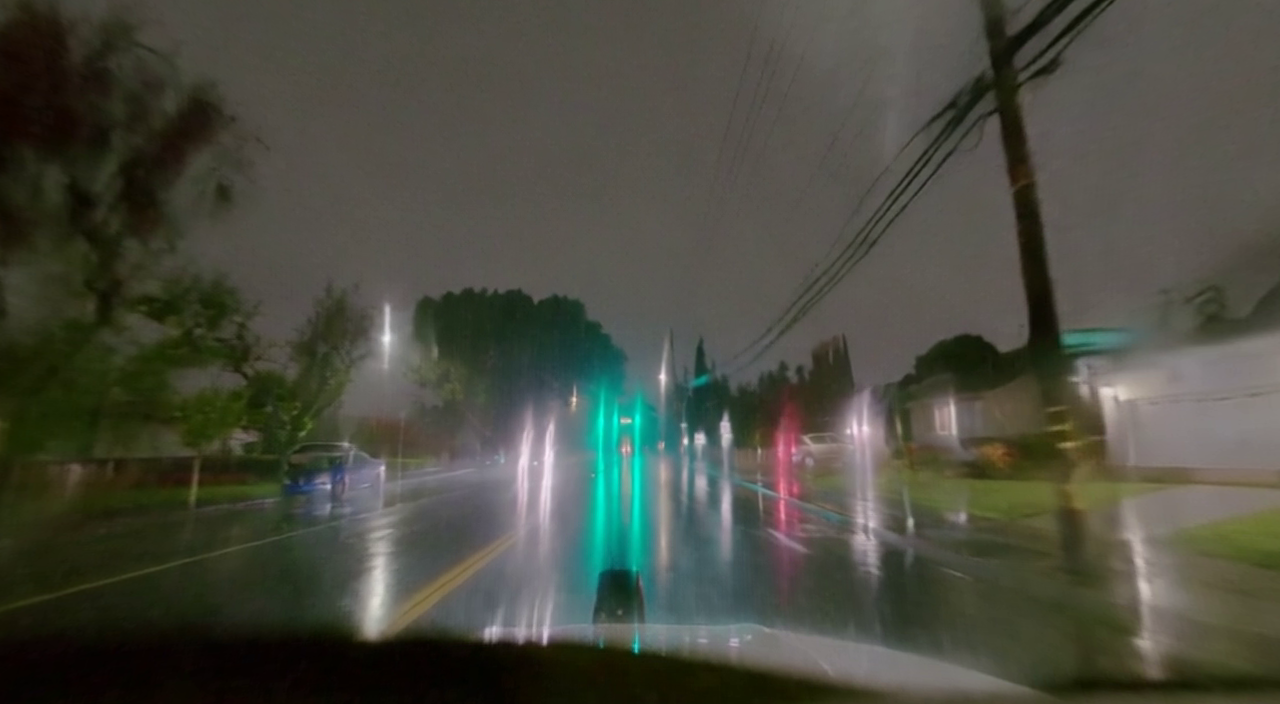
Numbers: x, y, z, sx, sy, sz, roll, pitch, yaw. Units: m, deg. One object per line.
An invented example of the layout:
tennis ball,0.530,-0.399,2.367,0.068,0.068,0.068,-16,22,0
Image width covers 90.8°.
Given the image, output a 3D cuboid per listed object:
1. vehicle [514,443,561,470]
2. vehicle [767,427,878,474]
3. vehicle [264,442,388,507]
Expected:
vehicle,-6.731,6.879,41.955,2.142,1.611,4.890,-2,-9,2
vehicle,9.541,5.051,32.922,5.565,2.036,1.907,0,-6,-26
vehicle,-11.412,4.421,23.418,2.024,1.795,5.054,-9,-8,-3
